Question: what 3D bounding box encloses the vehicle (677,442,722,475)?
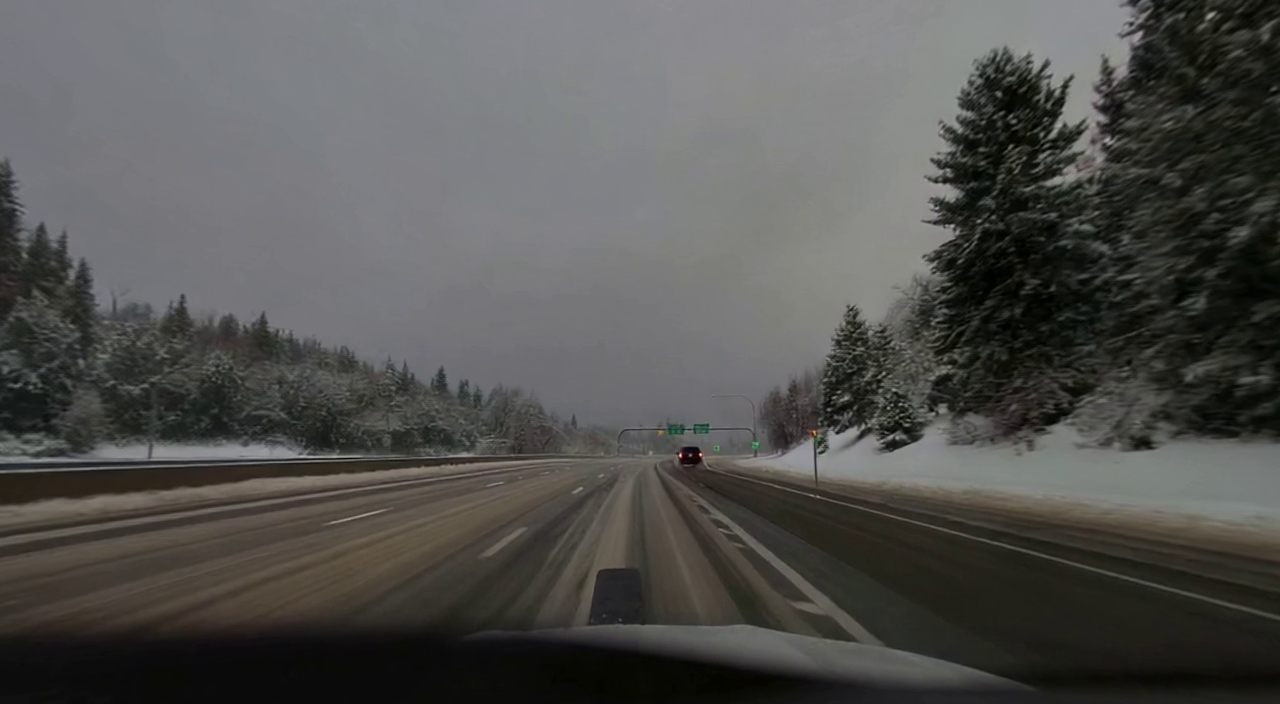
[{"bbox_3d":[3.484,6.329,37.742,2.225,1.833,4.340,0,-9,0],"label":"vehicle"}]
